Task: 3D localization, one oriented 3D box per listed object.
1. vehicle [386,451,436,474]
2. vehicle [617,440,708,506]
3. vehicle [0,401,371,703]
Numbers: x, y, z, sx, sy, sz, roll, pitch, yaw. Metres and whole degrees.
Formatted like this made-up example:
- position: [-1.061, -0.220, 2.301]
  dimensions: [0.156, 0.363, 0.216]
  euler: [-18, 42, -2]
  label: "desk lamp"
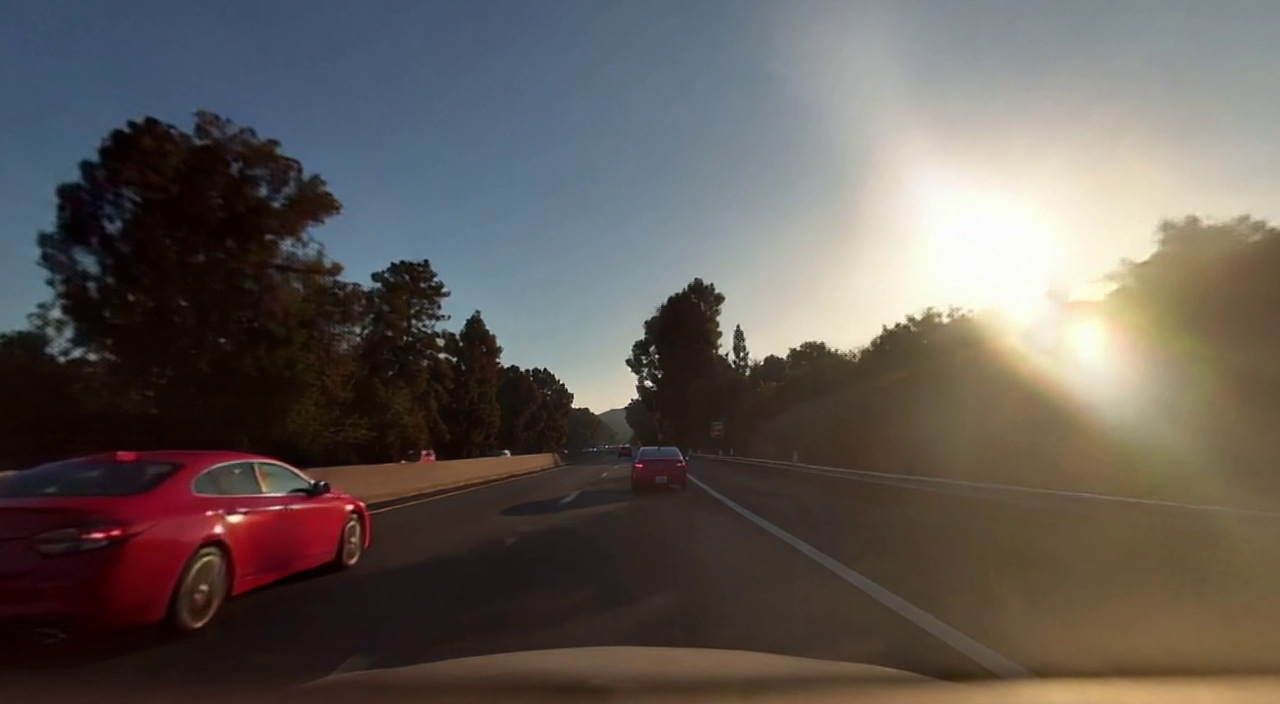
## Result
- position: [-17.122, 8.287, 47.055]
  dimensions: [1.900, 1.582, 4.150]
  euler: [-1, -9, 5]
  label: "vehicle"
- position: [0.458, 3.173, 16.872]
  dimensions: [2.021, 1.533, 4.014]
  euler: [0, -9, -4]
  label: "vehicle"
- position: [-3.746, 1.310, 4.749]
  dimensions: [2.083, 1.548, 4.251]
  euler: [1, -9, -9]
  label: "vehicle"
